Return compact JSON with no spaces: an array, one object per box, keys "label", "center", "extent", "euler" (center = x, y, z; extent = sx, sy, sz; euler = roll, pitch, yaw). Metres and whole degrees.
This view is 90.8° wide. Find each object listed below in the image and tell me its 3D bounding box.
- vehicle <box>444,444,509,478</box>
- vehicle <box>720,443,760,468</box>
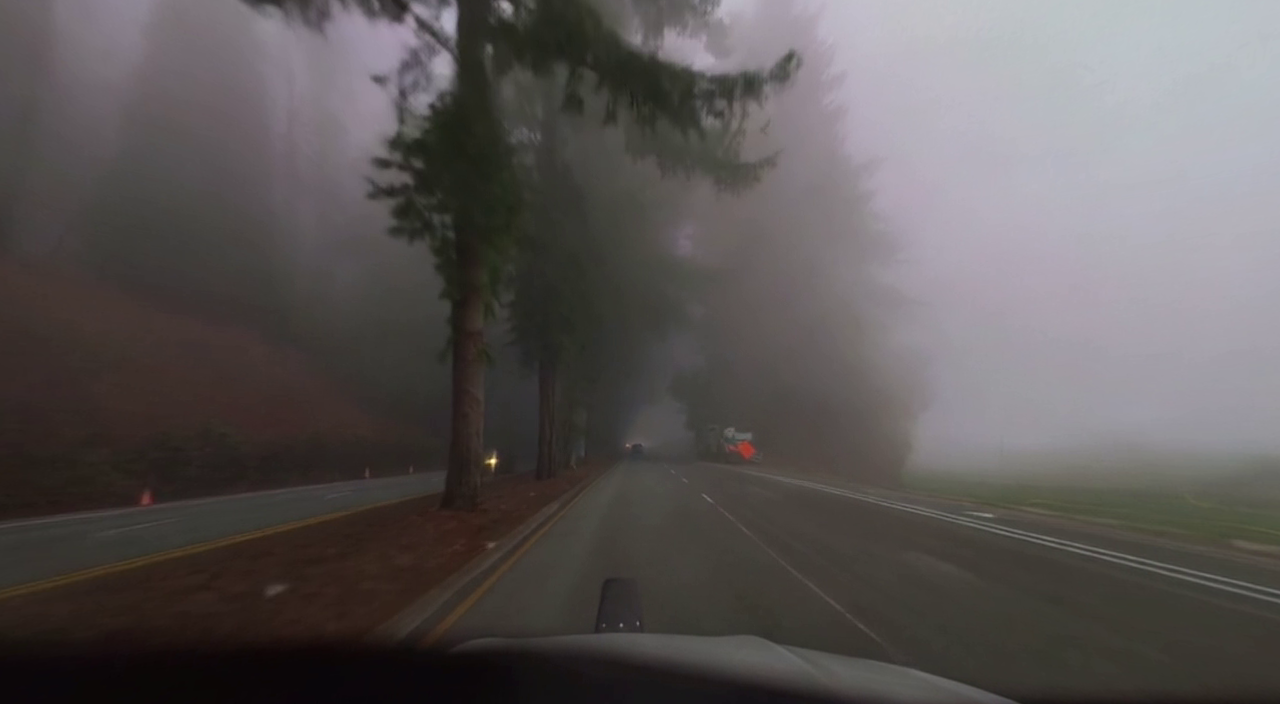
[{"label":"vehicle","center":[-7.633,5.094,29.960],"extent":[1.907,1.455,4.404],"euler":[0,-8,0]},{"label":"vehicle","center":[6.265,6.538,40.038],"extent":[1.904,1.470,4.583],"euler":[-1,-8,2]}]
